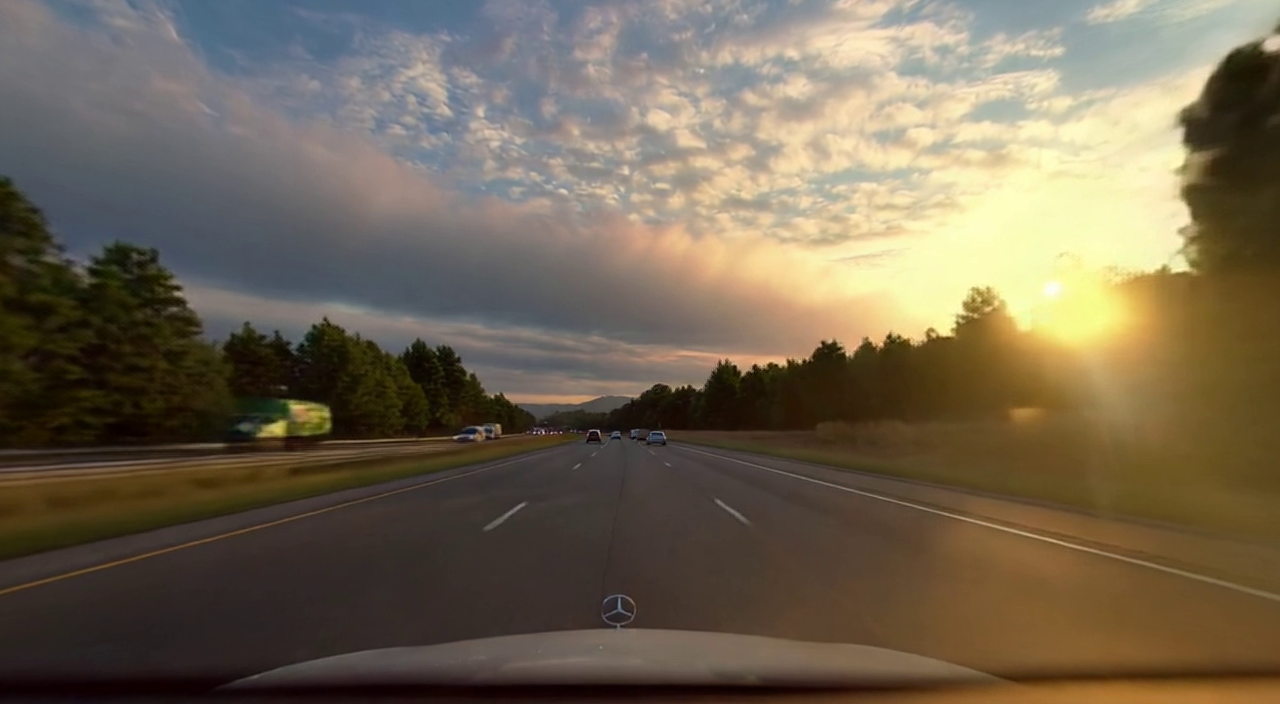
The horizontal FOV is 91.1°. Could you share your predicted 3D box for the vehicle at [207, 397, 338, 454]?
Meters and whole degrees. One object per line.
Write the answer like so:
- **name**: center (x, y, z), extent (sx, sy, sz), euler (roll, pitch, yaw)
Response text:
- **vehicle**: center (-18.098, 3.751, 31.560), extent (2.609, 2.539, 6.751), euler (0, -8, -2)
